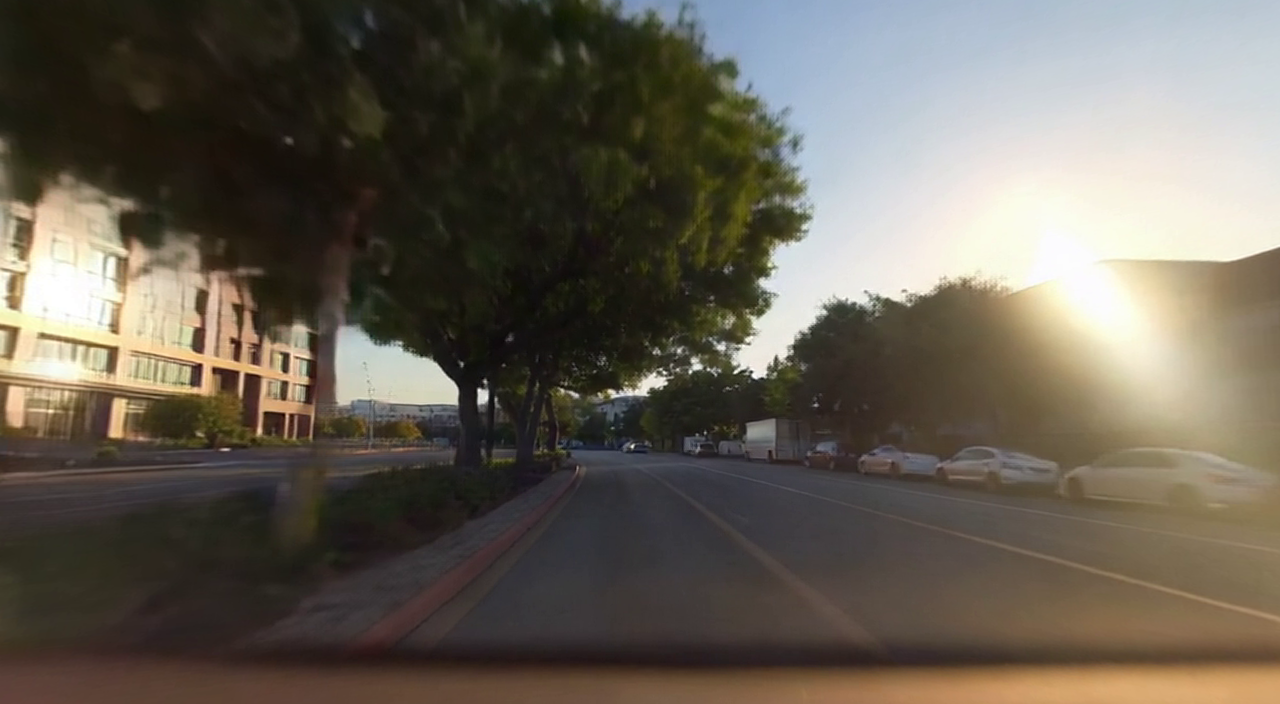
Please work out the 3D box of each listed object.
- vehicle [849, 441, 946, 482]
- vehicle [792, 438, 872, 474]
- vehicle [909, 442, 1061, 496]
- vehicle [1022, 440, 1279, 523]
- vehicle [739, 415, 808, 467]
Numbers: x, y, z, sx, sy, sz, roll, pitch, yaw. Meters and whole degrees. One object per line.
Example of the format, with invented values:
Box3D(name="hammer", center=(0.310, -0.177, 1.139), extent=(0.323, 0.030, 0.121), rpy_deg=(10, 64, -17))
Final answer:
Box3D(name="vehicle", center=(10.361, 4.426, 25.820), extent=(1.801, 1.489, 4.339), rpy_deg=(1, -9, -6))
Box3D(name="vehicle", center=(9.848, 5.398, 33.015), extent=(2.050, 1.699, 5.584), rpy_deg=(1, -9, -4))
Box3D(name="vehicle", center=(10.564, 3.597, 19.887), extent=(1.895, 1.467, 4.885), rpy_deg=(0, -9, -2))
Box3D(name="vehicle", center=(10.905, 2.707, 13.863), extent=(1.838, 1.466, 4.704), rpy_deg=(1, -9, -4))
Box3D(name="vehicle", center=(8.959, 6.084, 43.202), extent=(2.853, 3.253, 6.441), rpy_deg=(0, -9, -4))
